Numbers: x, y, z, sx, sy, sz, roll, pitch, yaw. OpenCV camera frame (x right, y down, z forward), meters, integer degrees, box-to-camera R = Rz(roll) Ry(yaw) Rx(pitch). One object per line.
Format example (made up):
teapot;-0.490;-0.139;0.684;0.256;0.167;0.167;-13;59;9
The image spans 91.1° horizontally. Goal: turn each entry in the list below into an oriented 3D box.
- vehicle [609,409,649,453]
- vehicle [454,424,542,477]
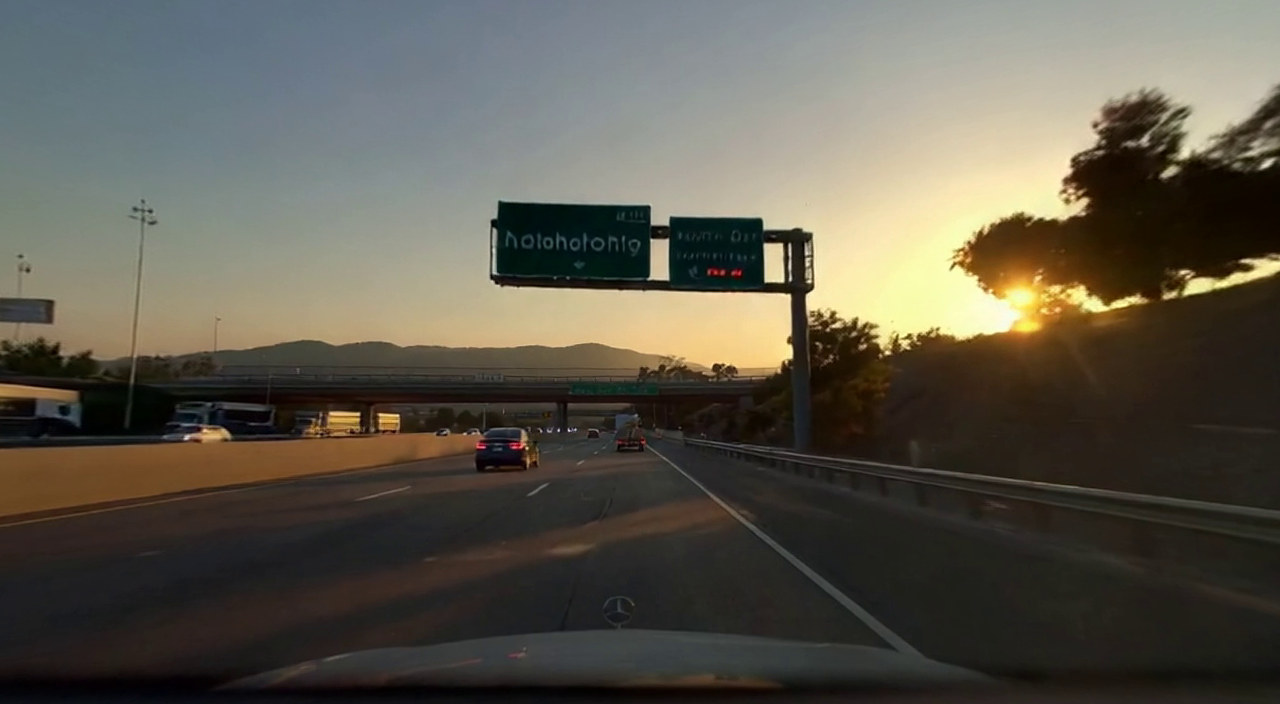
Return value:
vehicle;-0.781;5.245;41.548;2.418;2.704;6.445;0;-8;-2
vehicle;-4.449;3.139;20.285;1.932;1.544;3.864;0;-8;0
